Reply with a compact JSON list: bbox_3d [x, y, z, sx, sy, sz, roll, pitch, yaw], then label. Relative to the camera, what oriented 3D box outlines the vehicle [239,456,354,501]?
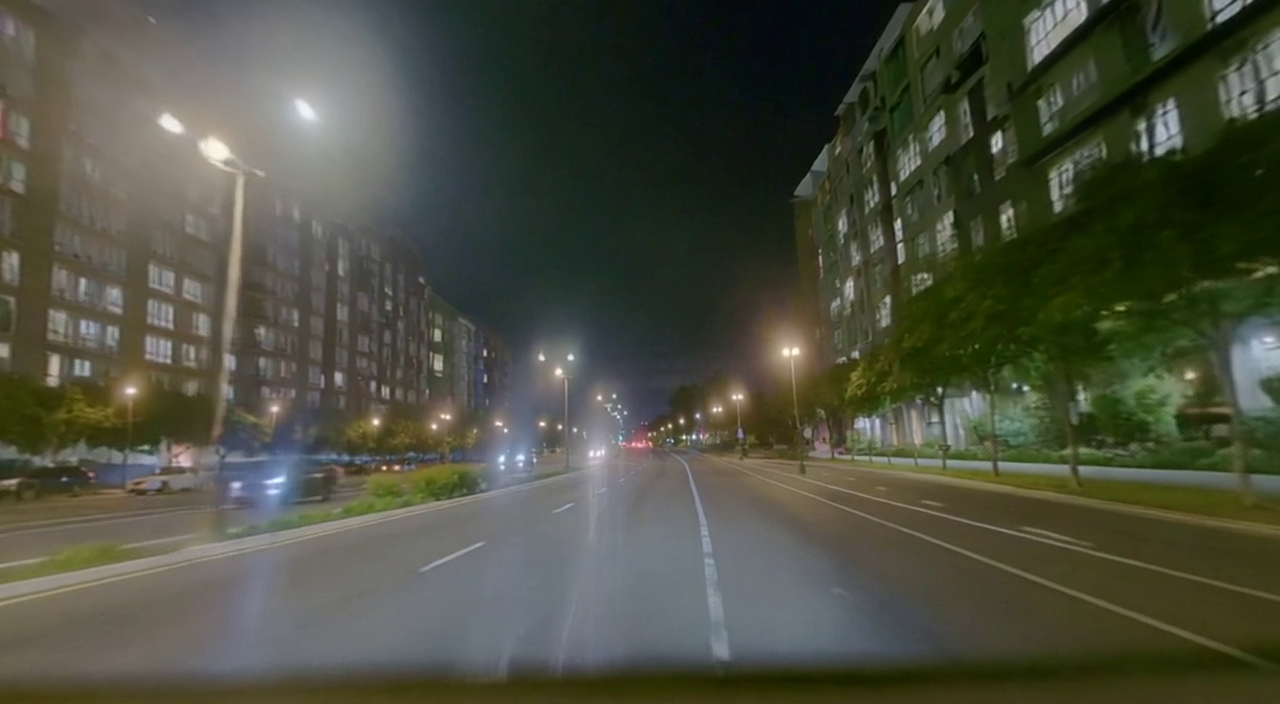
[{"bbox_3d":[-14.123,5.182,26.225,2.006,1.633,4.292,-1,-9,6],"label":"vehicle"}]

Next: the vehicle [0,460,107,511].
[{"bbox_3d":[-28.475,6.068,28.864,2.403,2.020,6.284,-1,-9,3],"label":"vehicle"}]

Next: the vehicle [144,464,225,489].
[{"bbox_3d":[-34.030,9.305,47.128,4.463,1.688,2.078,-1,-9,3],"label":"vehicle"}]
